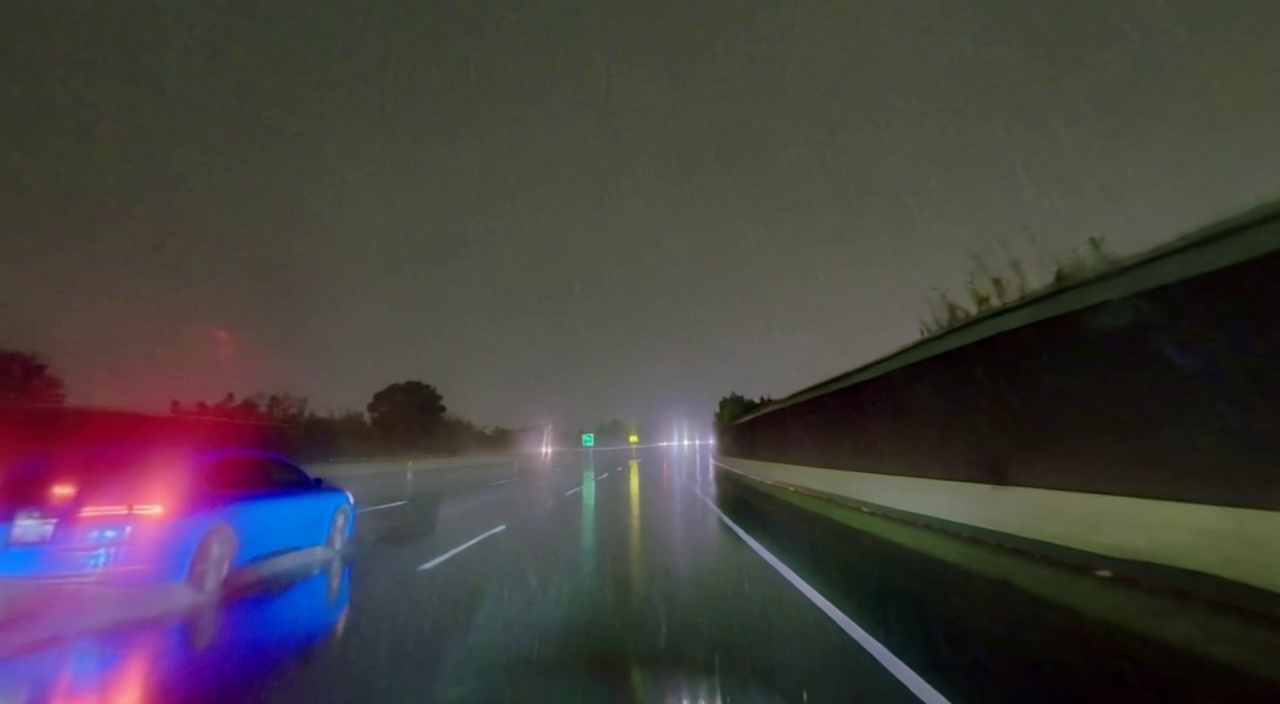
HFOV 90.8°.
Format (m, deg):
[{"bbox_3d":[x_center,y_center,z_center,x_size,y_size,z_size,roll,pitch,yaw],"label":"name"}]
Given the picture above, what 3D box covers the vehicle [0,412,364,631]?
[{"bbox_3d":[-4.607,1.462,6.324,1.928,1.504,3.745,0,-9,0],"label":"vehicle"}]
